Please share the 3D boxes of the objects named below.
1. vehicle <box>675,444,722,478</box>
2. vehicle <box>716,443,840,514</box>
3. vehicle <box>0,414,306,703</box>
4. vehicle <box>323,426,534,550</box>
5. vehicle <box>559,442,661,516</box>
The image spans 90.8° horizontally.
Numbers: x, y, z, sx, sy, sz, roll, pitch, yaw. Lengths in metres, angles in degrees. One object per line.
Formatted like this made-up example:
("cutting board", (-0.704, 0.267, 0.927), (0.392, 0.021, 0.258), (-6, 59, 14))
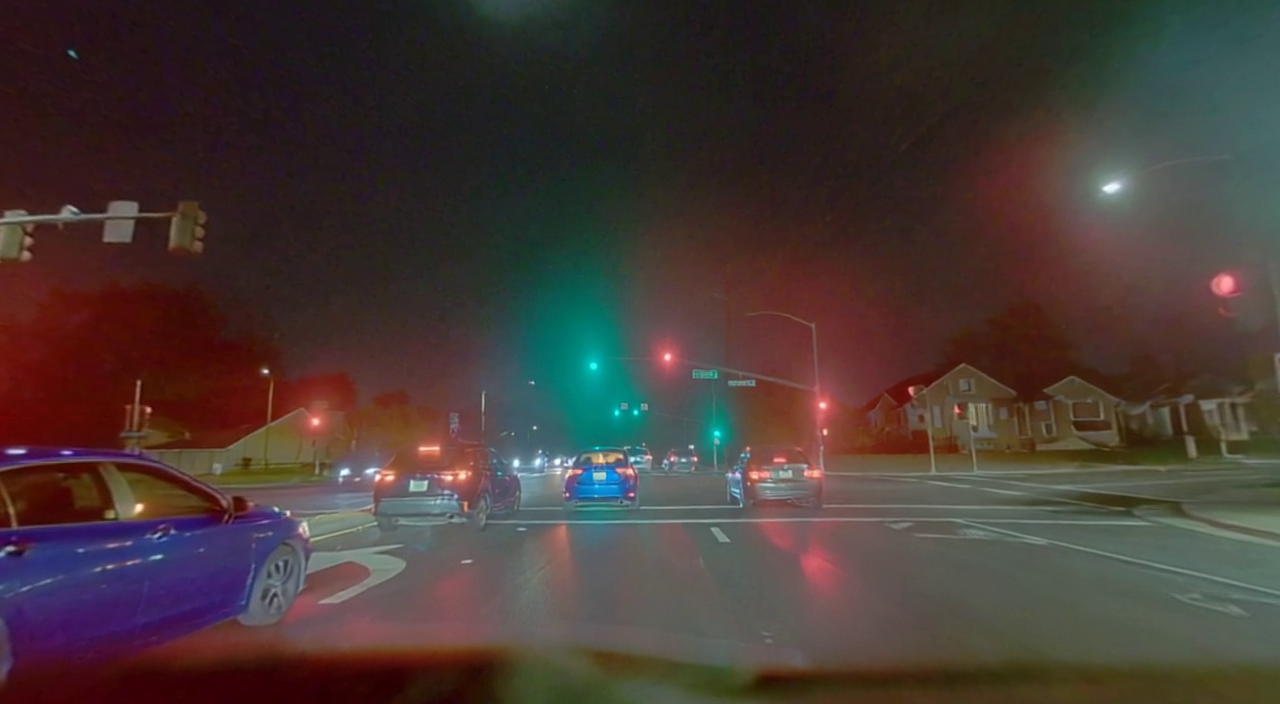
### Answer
("vehicle", (2.921, 5.573, 32.557), (1.956, 1.615, 4.205), (0, -8, -1))
("vehicle", (3.190, 3.008, 15.601), (2.014, 1.464, 4.312), (0, -8, -1))
("vehicle", (-3.650, 1.006, 2.607), (2.058, 1.474, 4.473), (0, -8, 0))
("vehicle", (-3.305, 2.223, 11.071), (2.024, 1.701, 4.572), (0, -8, 1))
("vehicle", (-0.610, 2.898, 14.940), (2.104, 1.500, 3.815), (0, -8, 0))
